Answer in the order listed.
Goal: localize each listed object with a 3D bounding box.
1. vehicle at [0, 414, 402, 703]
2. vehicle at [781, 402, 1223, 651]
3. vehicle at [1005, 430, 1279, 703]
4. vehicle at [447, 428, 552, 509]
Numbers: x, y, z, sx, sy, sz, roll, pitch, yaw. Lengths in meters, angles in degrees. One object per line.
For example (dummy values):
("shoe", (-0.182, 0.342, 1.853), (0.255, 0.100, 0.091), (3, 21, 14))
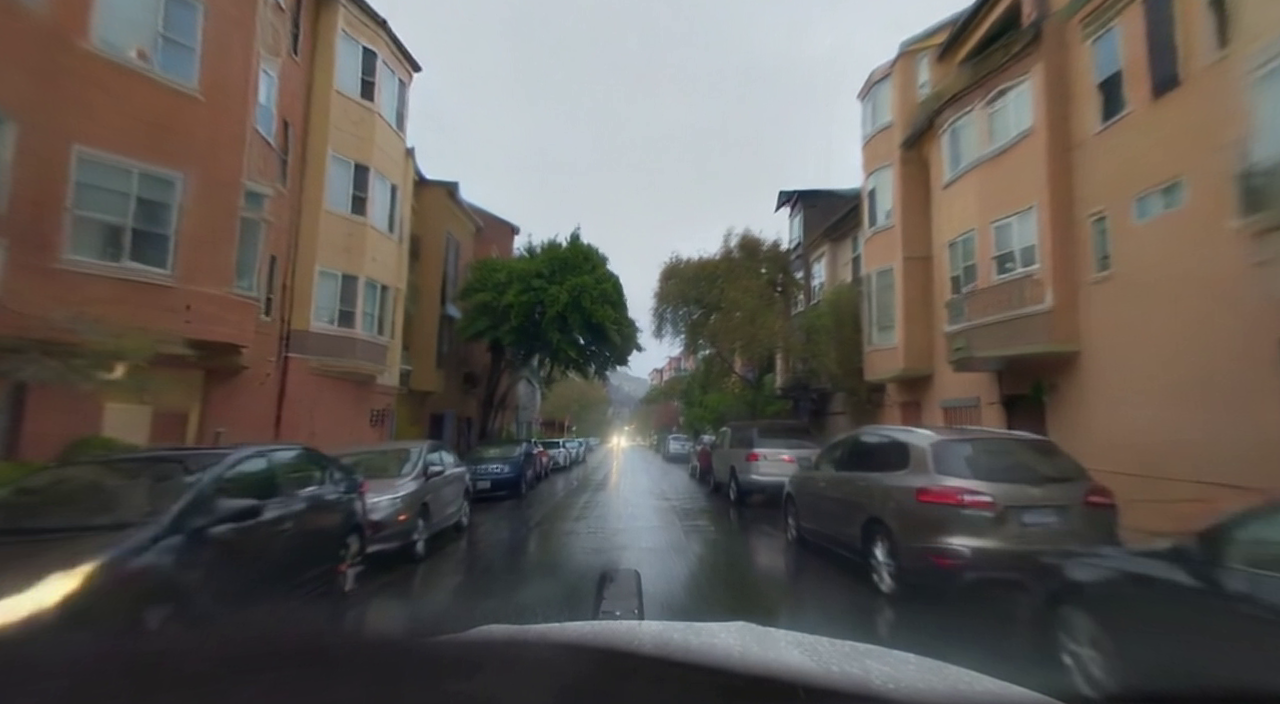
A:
("vehicle", (-3.293, 1.280, 4.298), (2.016, 1.594, 4.146), (-2, -6, -4))
("vehicle", (3.072, 1.538, 6.789), (2.032, 1.684, 4.564), (2, -8, -1))
("vehicle", (3.246, 0.994, 1.924), (1.809, 1.444, 3.882), (2, -8, -3))
("vehicle", (-3.509, 2.904, 16.568), (1.880, 1.608, 4.729), (-2, -5, -3))
